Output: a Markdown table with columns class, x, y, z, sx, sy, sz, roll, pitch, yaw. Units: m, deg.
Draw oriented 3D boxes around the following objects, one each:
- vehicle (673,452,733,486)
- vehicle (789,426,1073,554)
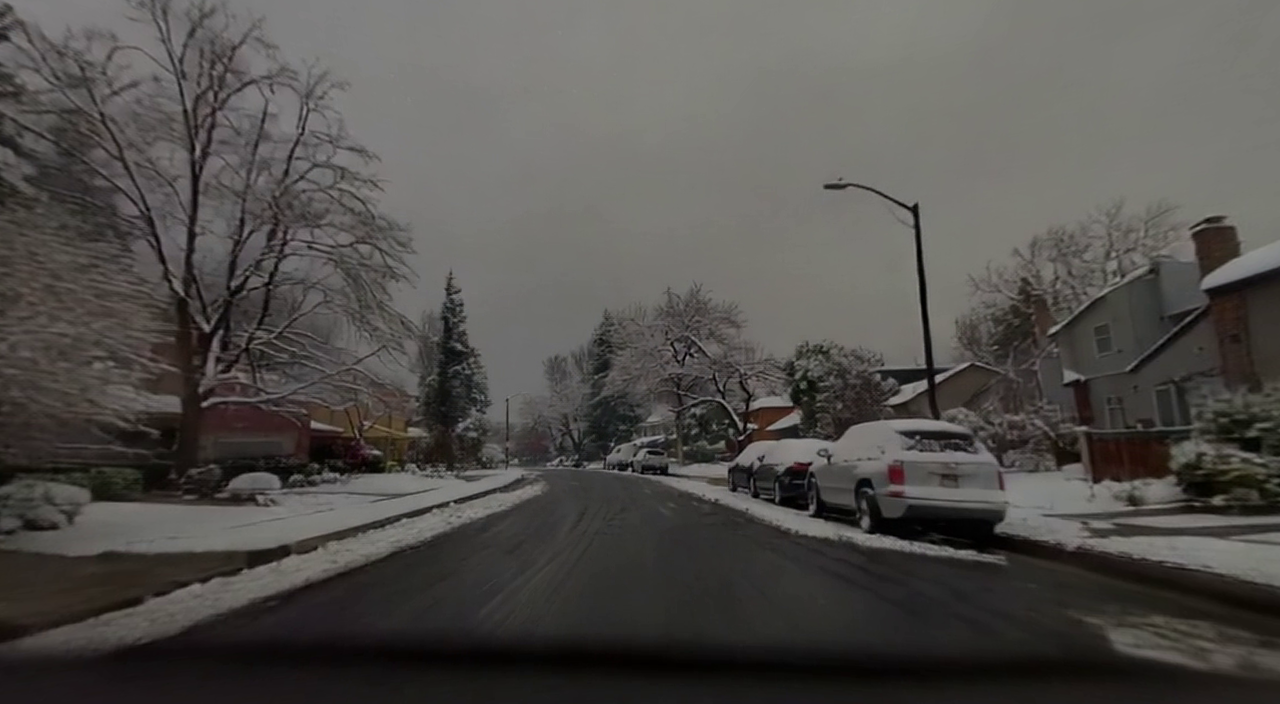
| class | x | y | z | sx | sy | sz | roll | pitch | yaw |
| --- | --- | --- | --- | --- | --- | --- | --- | --- | --- |
| vehicle | 3.612 | 6.823 | 37.223 | 2.111 | 1.771 | 4.942 | 2 | -9 | -11 |
| vehicle | 5.209 | 2.617 | 12.835 | 2.715 | 1.900 | 6.163 | 1 | -9 | -1 |
